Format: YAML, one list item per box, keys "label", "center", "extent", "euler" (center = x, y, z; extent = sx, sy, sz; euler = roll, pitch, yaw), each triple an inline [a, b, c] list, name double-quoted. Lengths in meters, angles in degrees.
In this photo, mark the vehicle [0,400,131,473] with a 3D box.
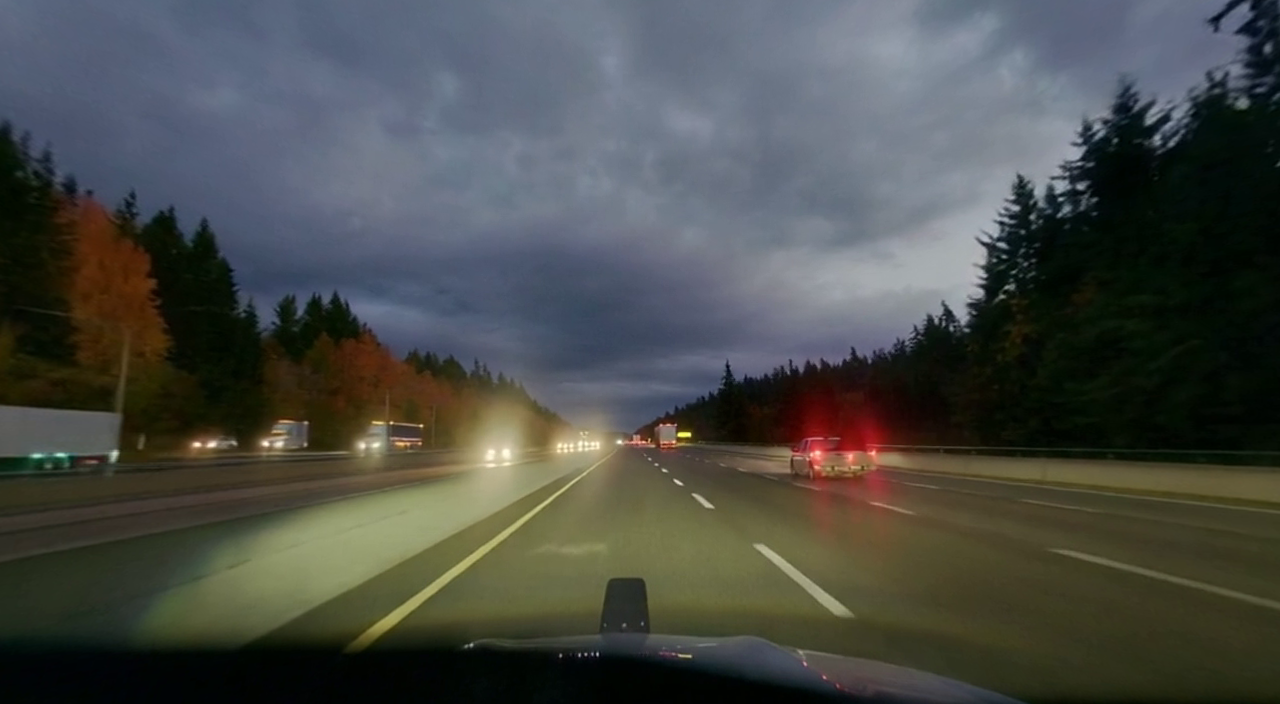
- label: "vehicle"
  center: [-32.502, 4.665, 33.846]
  extent: [3.022, 3.420, 8.632]
  euler: [-3, -9, -1]
